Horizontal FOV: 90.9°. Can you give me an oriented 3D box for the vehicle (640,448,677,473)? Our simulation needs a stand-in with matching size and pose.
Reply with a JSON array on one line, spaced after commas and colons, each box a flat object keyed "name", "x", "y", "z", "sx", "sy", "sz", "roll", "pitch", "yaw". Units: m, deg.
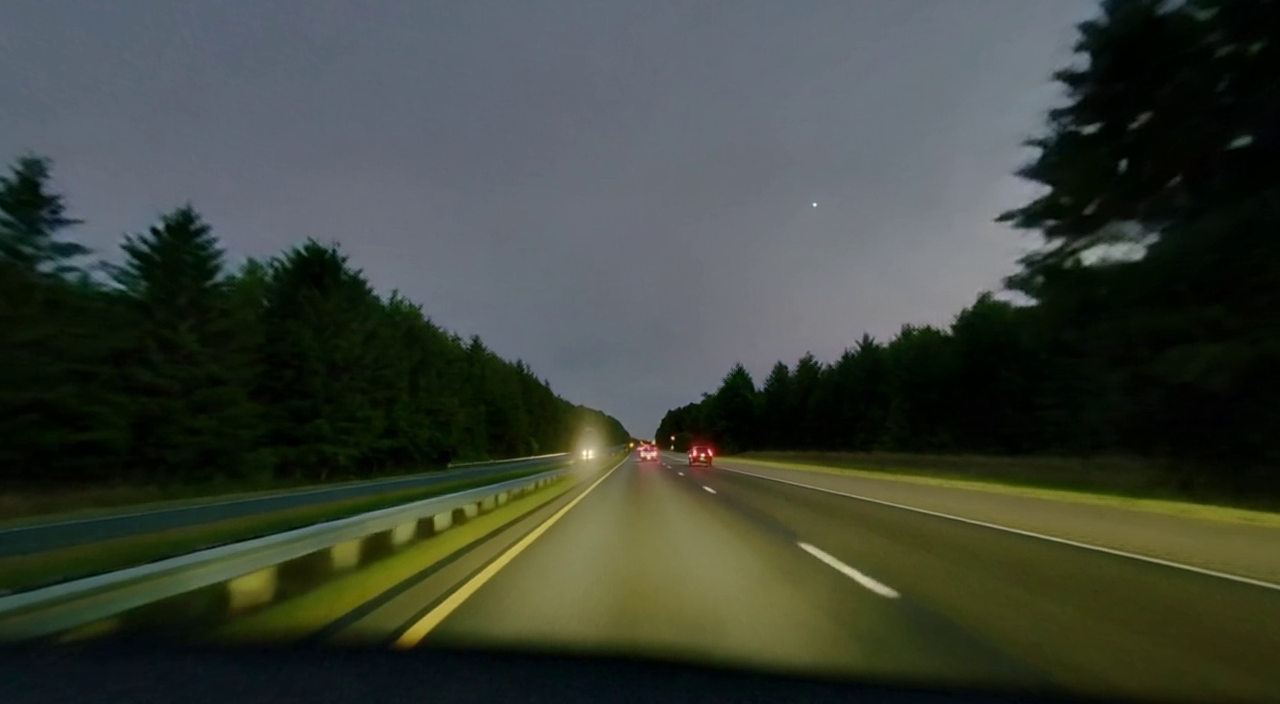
[{"name": "vehicle", "x": 1.128, "y": 6.880, "z": 40.134, "sx": 2.162, "sy": 1.492, "sz": 3.975, "roll": 0, "pitch": -9, "yaw": 0}]

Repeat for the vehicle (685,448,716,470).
[{"name": "vehicle", "x": 4.489, "y": 7.939, "z": 46.909, "sx": 1.846, "sy": 1.485, "sz": 3.679, "roll": 0, "pitch": -9, "yaw": -1}]
